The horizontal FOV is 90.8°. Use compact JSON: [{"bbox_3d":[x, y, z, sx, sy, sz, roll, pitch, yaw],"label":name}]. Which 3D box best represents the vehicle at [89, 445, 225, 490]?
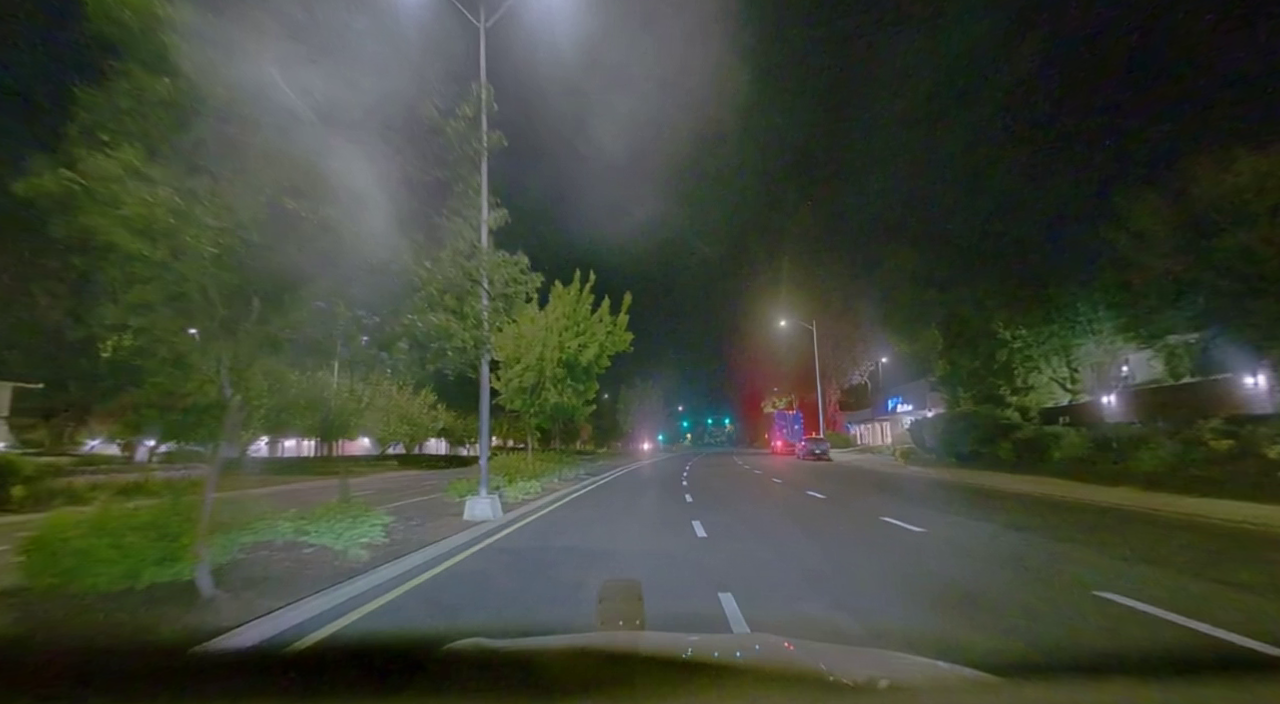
[{"bbox_3d":[-18.819,4.538,24.929,1.891,1.510,4.266,-3,-10,2],"label":"vehicle"}]

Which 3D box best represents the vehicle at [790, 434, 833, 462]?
[{"bbox_3d":[12.789,7.199,47.543,2.200,1.944,5.935,-1,-8,6],"label":"vehicle"}]
